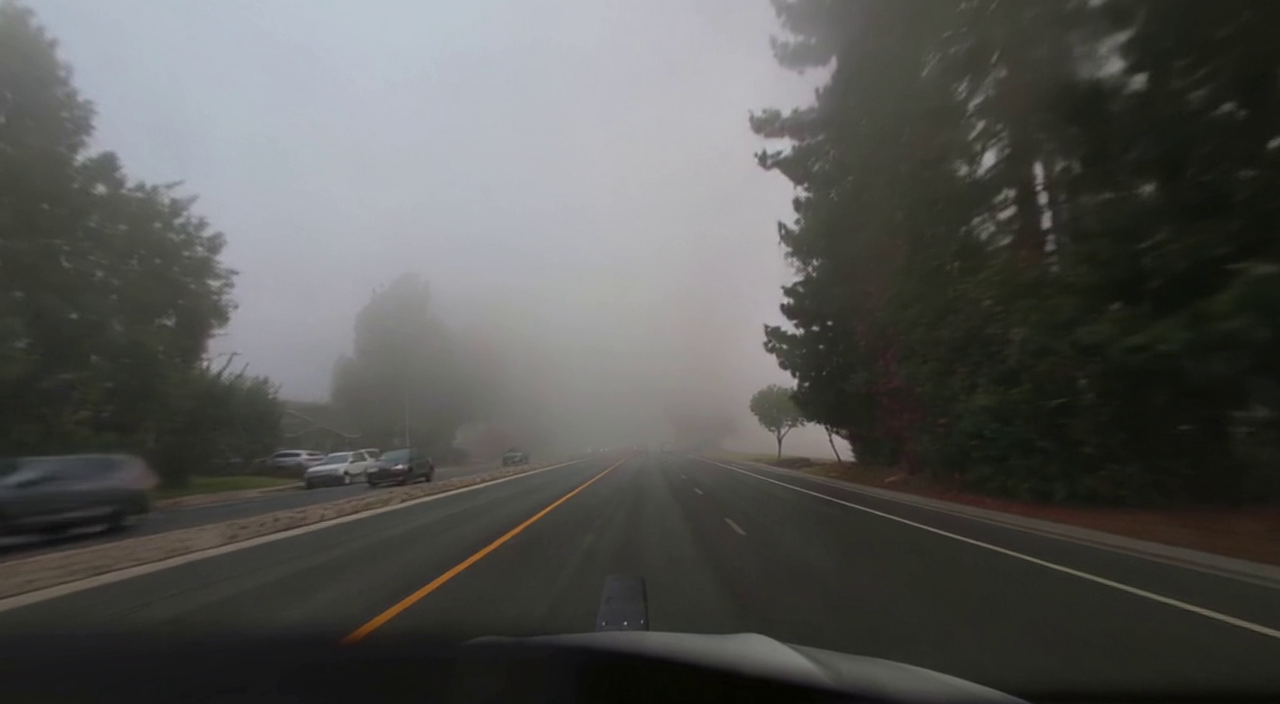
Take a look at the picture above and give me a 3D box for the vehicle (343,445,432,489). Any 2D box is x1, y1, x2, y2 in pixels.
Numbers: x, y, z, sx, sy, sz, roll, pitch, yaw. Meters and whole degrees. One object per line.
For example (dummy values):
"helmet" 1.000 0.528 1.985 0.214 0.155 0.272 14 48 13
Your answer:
"vehicle" -10.343 4.727 26.229 1.913 1.641 4.243 -1 -8 0

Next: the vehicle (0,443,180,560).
"vehicle" -10.265 2.399 10.647 1.962 1.680 3.925 -1 -8 0

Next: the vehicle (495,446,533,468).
"vehicle" -9.467 7.899 47.616 1.937 1.481 4.467 -1 -8 1

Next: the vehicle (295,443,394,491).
"vehicle" -14.224 5.489 30.770 2.071 1.899 5.640 -4 -8 1
